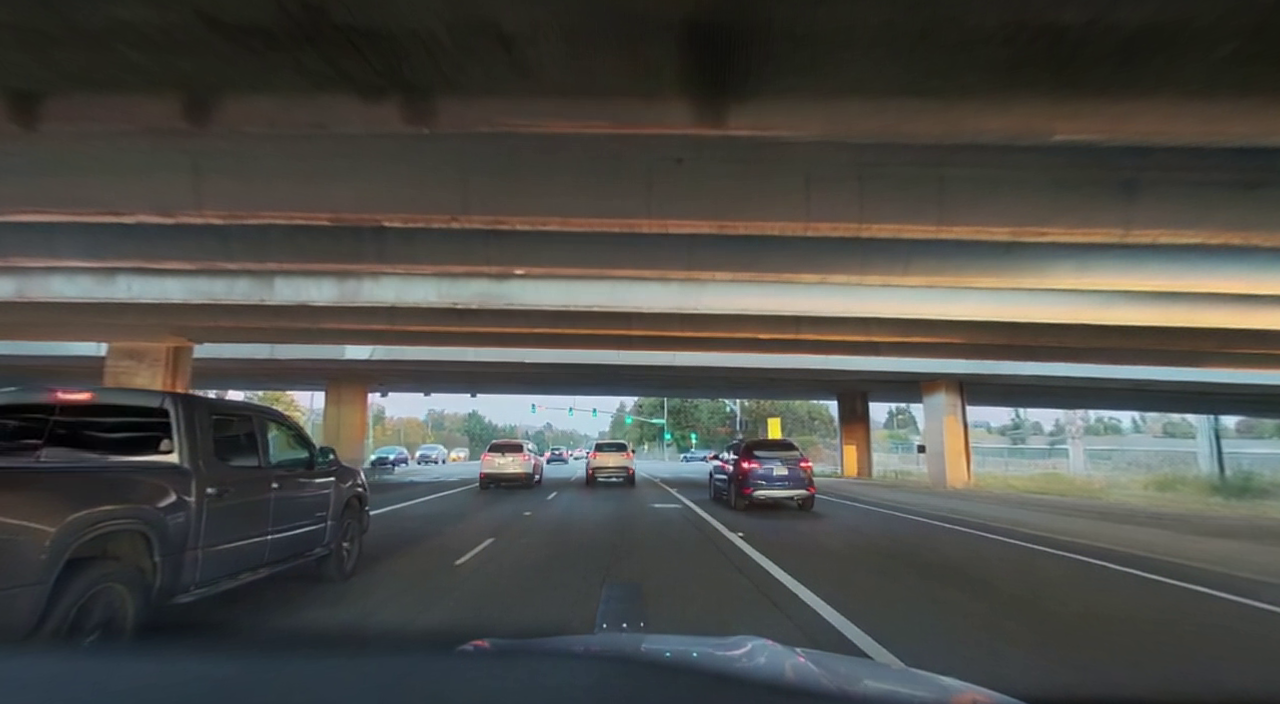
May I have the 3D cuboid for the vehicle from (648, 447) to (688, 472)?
[{"bbox_3d":[1.712,6.831,40.330,2.026,1.457,3.969,1,-8,-6],"label":"vehicle"}]

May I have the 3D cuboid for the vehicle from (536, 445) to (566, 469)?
[{"bbox_3d":[-6.187,7.309,44.198,1.829,1.614,3.611,1,-8,-4],"label":"vehicle"}]

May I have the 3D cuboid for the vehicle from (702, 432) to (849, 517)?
[{"bbox_3d":[3.064,2.925,15.711,2.234,1.720,5.378,1,-8,-3],"label":"vehicle"}]

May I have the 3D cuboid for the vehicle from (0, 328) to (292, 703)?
[{"bbox_3d":[-3.856,0.802,2.726,2.074,1.814,4.596,0,-8,-1],"label":"vehicle"}]

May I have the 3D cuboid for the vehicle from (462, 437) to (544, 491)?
[{"bbox_3d":[-4.699,3.881,22.252,2.127,1.720,4.064,0,-8,-3],"label":"vehicle"}]

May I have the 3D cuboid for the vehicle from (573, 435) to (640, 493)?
[{"bbox_3d":[-1.108,3.761,21.505,2.097,1.748,3.794,0,-8,-2],"label":"vehicle"}]
